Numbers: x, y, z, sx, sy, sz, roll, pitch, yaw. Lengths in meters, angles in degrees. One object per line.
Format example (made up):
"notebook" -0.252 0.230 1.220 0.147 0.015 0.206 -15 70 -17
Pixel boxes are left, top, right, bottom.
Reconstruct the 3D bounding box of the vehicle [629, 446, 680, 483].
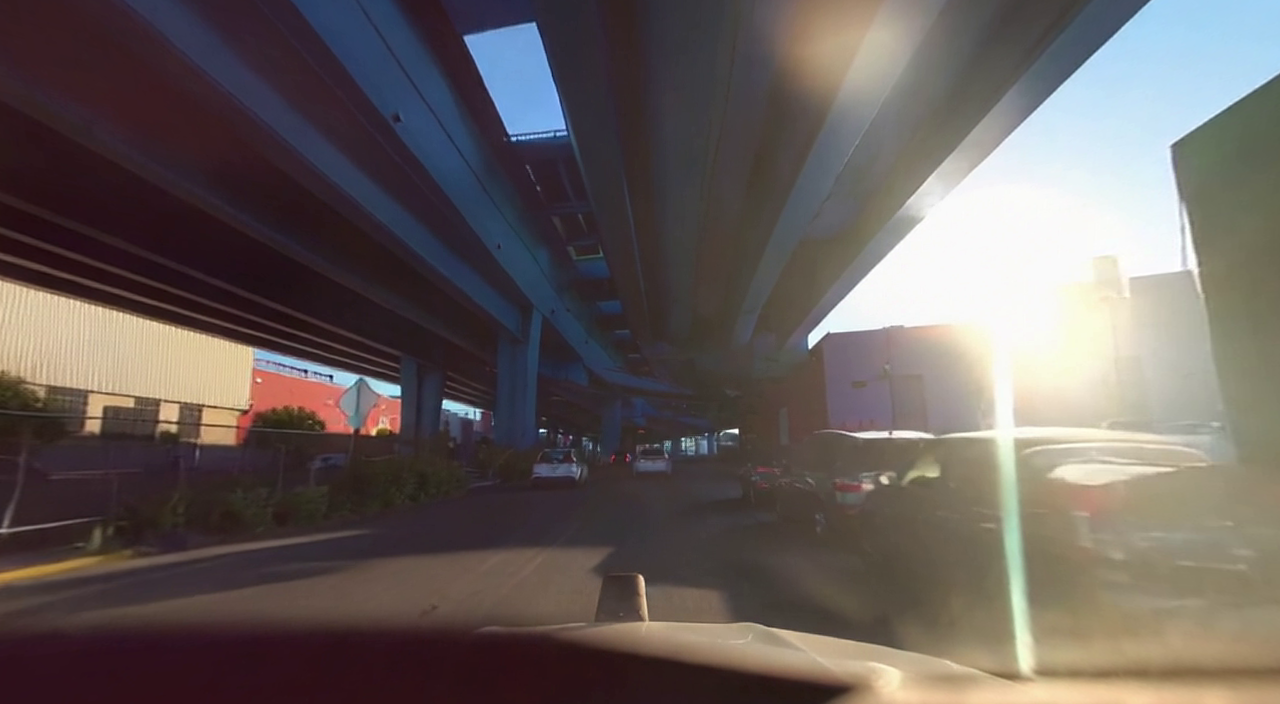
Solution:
"vehicle" 0.670 5.072 28.651 2.155 1.571 3.734 -1 -9 2

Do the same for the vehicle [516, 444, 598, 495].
"vehicle" -2.681 3.952 21.541 2.024 1.533 4.549 -1 -9 2

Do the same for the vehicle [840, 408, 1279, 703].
"vehicle" 3.282 1.379 5.113 1.983 1.589 4.010 0 -9 0

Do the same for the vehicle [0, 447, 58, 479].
"vehicle" -34.876 6.111 34.555 4.221 1.638 2.040 5 -12 -37

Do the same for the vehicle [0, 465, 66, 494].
"vehicle" -35.847 7.361 36.430 3.720 1.546 1.922 6 -11 -34
